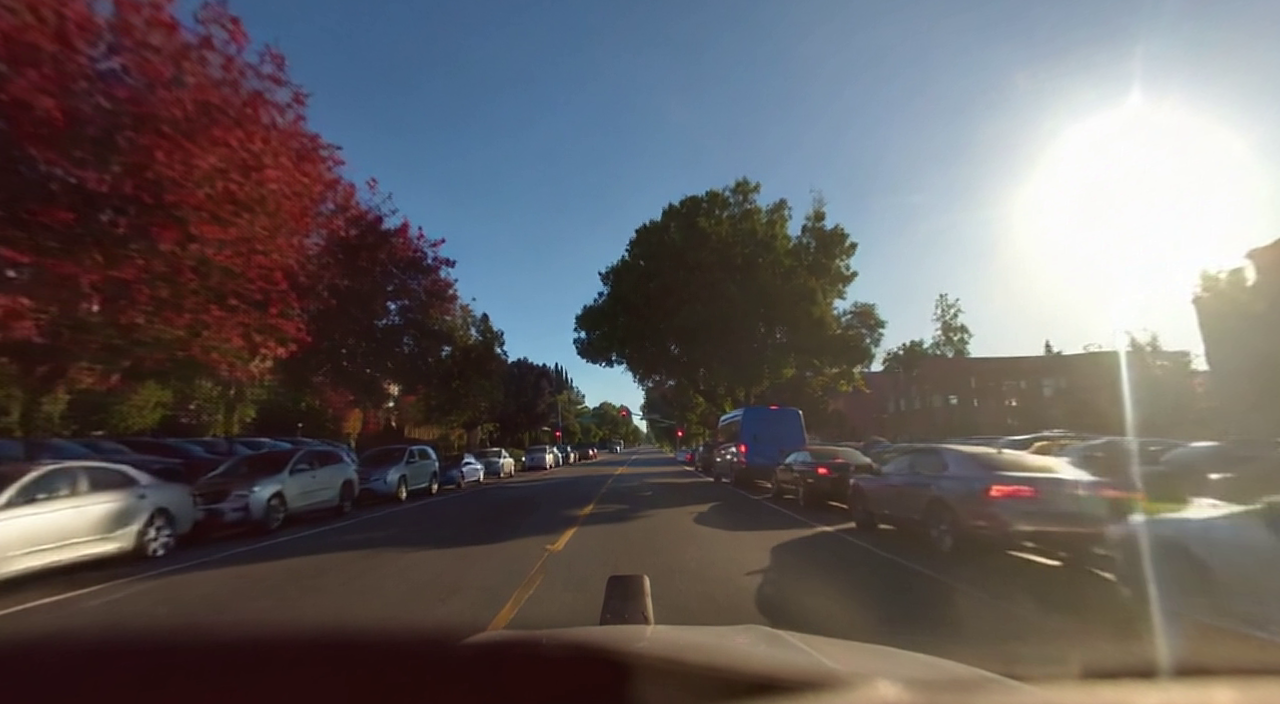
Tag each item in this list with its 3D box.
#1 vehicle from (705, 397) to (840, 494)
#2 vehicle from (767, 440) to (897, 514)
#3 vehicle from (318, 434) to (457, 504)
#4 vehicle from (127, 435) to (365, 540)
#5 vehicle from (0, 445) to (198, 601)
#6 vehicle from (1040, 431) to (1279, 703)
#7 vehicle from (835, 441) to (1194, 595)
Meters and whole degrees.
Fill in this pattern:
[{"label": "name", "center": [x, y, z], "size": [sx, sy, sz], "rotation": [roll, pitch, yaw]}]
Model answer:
[{"label": "vehicle", "center": [4.299, 3.270, 22.219], "size": [3.089, 2.882, 6.770], "rotation": [0, -8, -2]}, {"label": "vehicle", "center": [4.346, 2.852, 14.983], "size": [1.764, 1.494, 4.248], "rotation": [0, -8, 0]}, {"label": "vehicle", "center": [-7.140, 3.334, 18.505], "size": [1.984, 1.745, 4.866], "rotation": [0, -8, 1]}, {"label": "vehicle", "center": [-7.159, 2.432, 12.103], "size": [1.874, 1.607, 4.174], "rotation": [-1, -8, 0]}, {"label": "vehicle", "center": [-7.044, 1.782, 6.745], "size": [1.775, 1.433, 4.011], "rotation": [-2, -7, -1]}, {"label": "vehicle", "center": [4.303, 1.110, 3.045], "size": [1.804, 1.453, 4.462], "rotation": [0, -8, 0]}, {"label": "vehicle", "center": [4.331, 1.935, 8.491], "size": [1.762, 1.444, 4.906], "rotation": [0, -8, -1]}]
